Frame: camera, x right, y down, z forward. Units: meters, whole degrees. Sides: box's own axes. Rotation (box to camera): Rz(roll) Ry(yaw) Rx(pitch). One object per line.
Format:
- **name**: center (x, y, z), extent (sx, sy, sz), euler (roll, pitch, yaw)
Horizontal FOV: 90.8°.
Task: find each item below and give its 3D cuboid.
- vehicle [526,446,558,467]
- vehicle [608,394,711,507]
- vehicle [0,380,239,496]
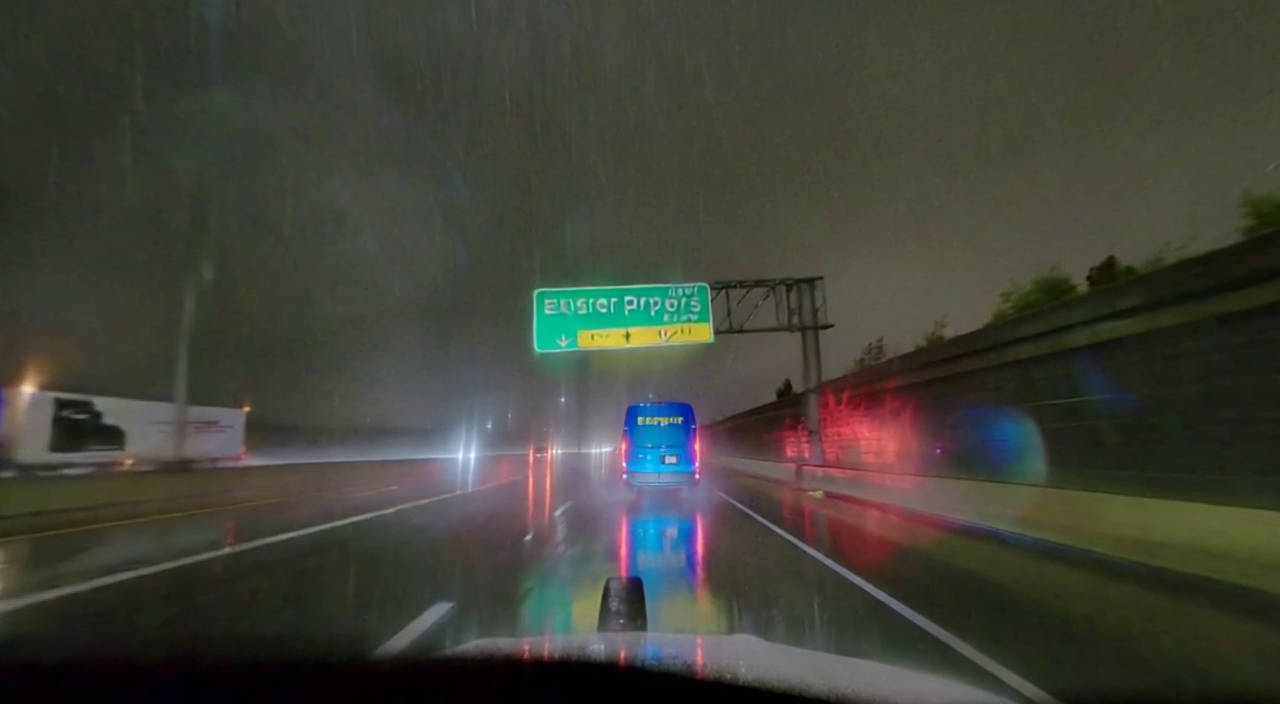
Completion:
- **vehicle**: center (-7.484, 8.017, 48.551), extent (1.829, 1.518, 3.776), euler (0, -9, 0)
- **vehicle**: center (0.357, 2.668, 17.148), extent (2.332, 2.558, 5.314), euler (0, -9, -2)
- **vehicle**: center (-23.940, 4.000, 28.342), extent (2.870, 4.012, 13.572), euler (0, -9, 0)
